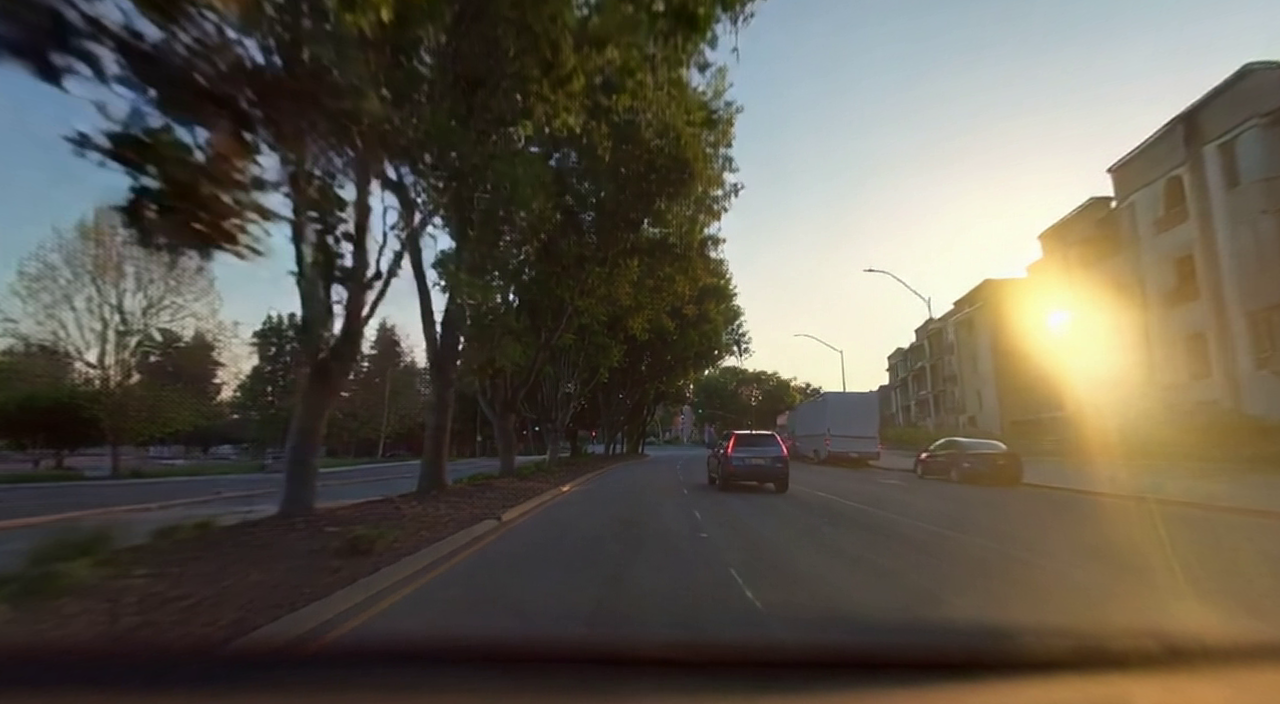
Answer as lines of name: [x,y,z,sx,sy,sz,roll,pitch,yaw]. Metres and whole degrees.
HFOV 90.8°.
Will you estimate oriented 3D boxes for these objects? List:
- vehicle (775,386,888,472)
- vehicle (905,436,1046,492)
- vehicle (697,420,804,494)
vehicle: [11.339,5.077,40.149,2.887,4.158,18.418,-1,-8,5]
vehicle: [10.090,3.378,19.520,1.870,1.504,4.823,0,-8,3]
vehicle: [2.960,2.953,18.058,2.215,1.812,4.569,0,-9,0]
